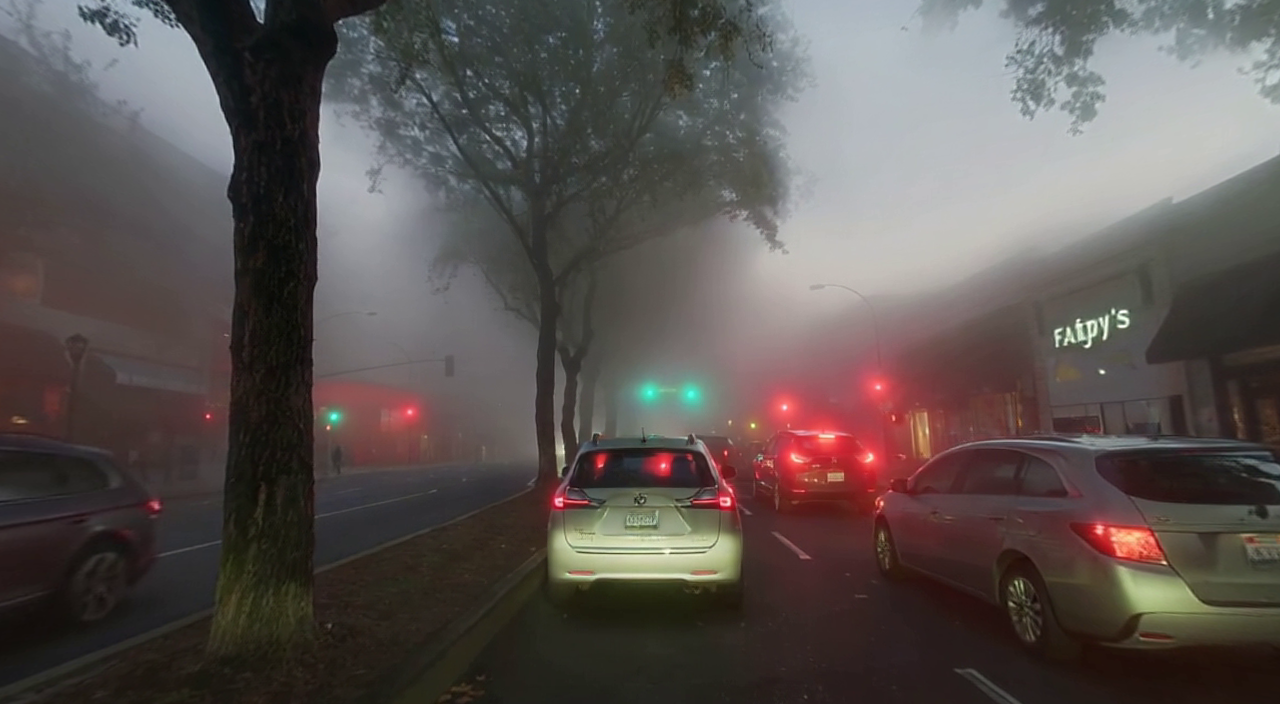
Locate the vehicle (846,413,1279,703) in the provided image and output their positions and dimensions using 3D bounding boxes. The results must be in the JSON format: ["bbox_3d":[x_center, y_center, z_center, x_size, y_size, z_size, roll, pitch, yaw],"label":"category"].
[{"bbox_3d":[3.402,1.368,5.311,1.988,1.480,4.195,0,-9,1],"label":"vehicle"}]

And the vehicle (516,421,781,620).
[{"bbox_3d":[0.059,1.546,6.630,2.006,1.487,3.535,0,-9,0],"label":"vehicle"}]

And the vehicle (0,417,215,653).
[{"bbox_3d":[-5.173,1.160,3.824,1.898,1.542,4.689,0,-9,1],"label":"vehicle"}]
